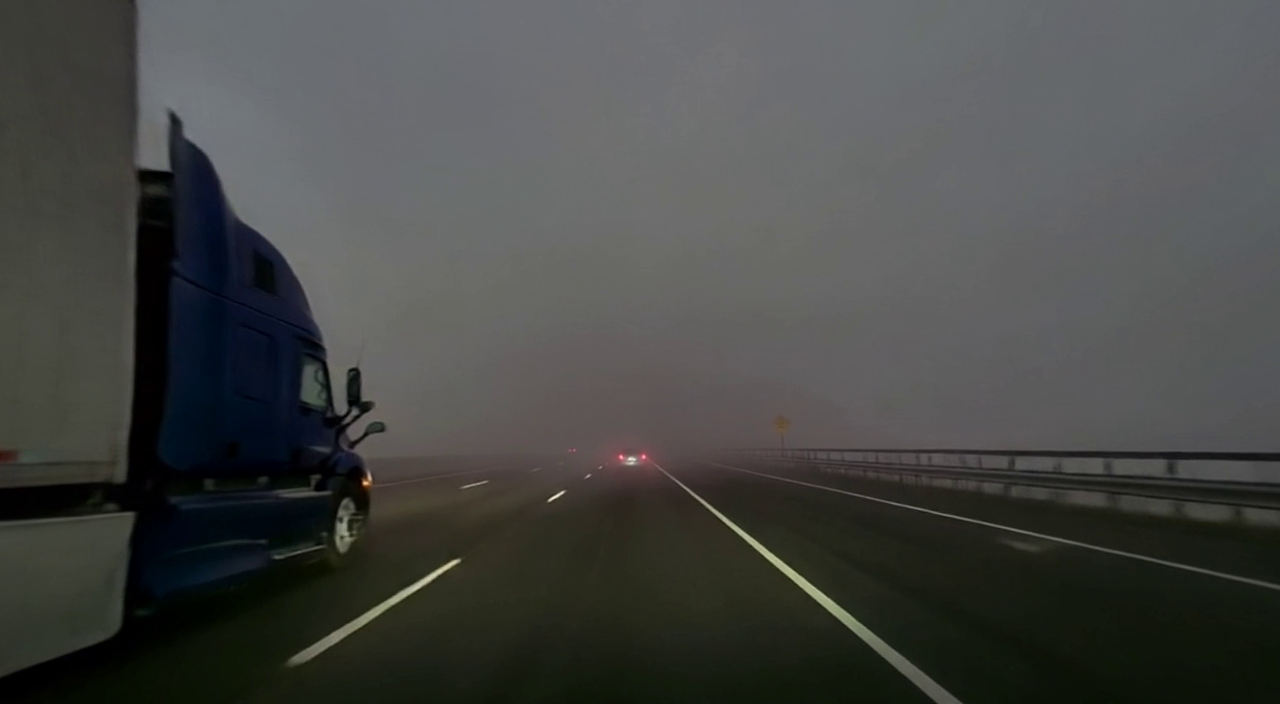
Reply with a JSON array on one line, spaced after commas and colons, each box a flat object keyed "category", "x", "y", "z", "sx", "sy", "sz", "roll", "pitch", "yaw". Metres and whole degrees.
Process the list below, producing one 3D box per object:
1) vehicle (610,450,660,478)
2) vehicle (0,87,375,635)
[{"category": "vehicle", "x": -0.293, "y": 5.812, "z": 32.864, "sx": 2.398, "sy": 1.336, "sz": 5.698, "roll": 0, "pitch": -9, "yaw": -1}, {"category": "vehicle", "x": -4.183, "y": 0.134, "z": 4.911, "sx": 3.036, "sy": 3.291, "sz": 2.419, "roll": 0, "pitch": -9, "yaw": -2}]
